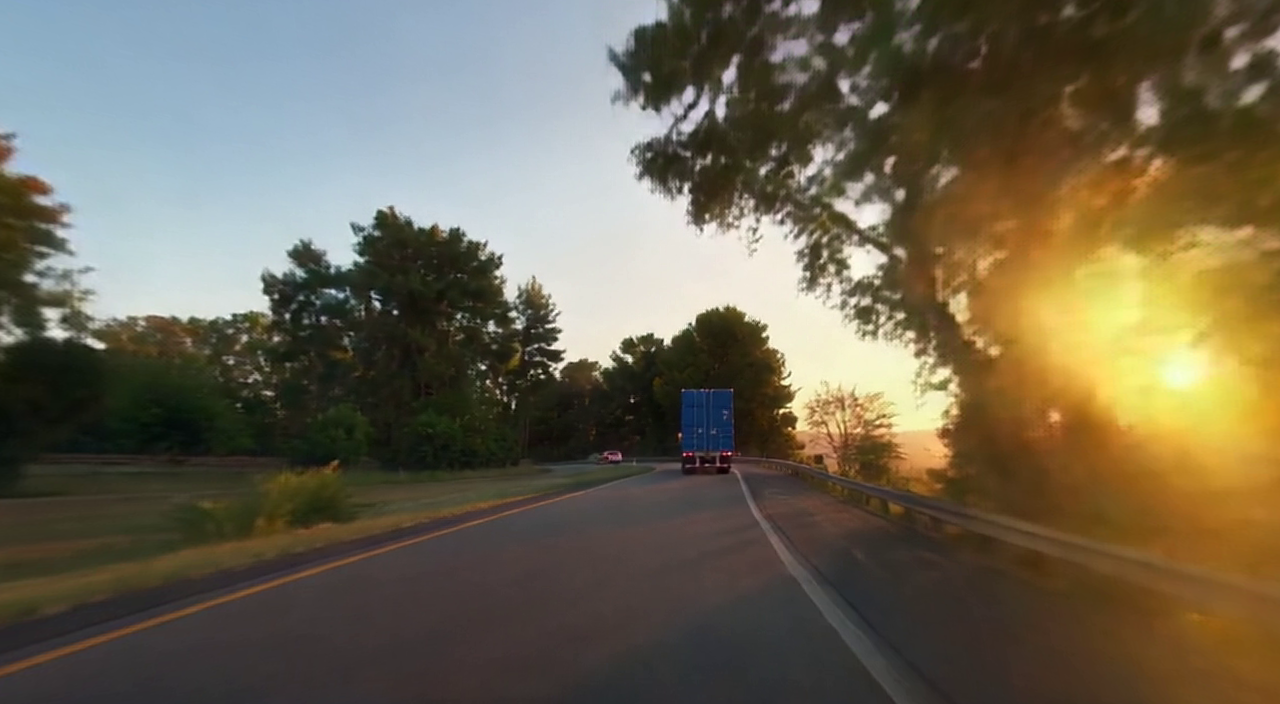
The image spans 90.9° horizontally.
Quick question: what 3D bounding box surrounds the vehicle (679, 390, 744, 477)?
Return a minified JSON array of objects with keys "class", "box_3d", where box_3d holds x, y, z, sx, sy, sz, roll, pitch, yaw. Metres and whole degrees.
[{"class":"vehicle","box_3d":[4.315,4.968,37.525,3.087,4.178,13.682,-1,-8,7]}]
